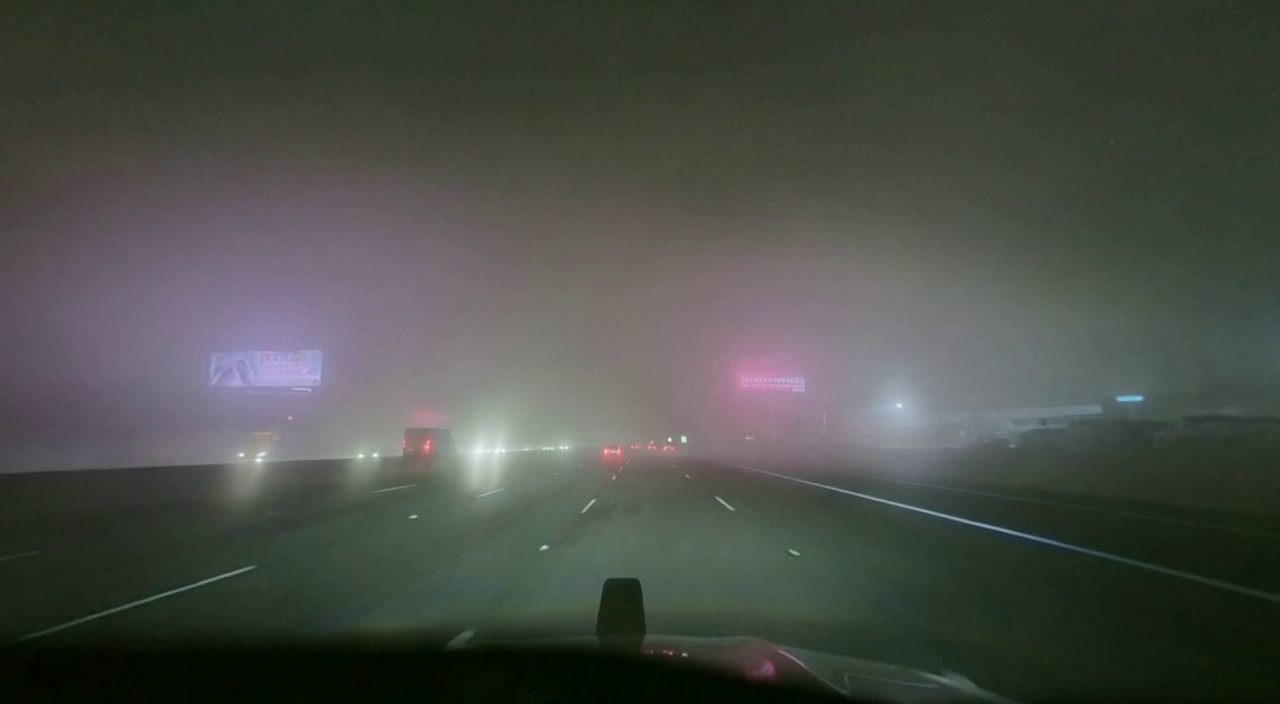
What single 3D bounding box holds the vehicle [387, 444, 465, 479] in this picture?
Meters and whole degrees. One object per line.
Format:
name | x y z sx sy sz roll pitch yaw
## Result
vehicle | -9.798 5.028 29.136 1.974 1.513 4.584 0 -9 0
